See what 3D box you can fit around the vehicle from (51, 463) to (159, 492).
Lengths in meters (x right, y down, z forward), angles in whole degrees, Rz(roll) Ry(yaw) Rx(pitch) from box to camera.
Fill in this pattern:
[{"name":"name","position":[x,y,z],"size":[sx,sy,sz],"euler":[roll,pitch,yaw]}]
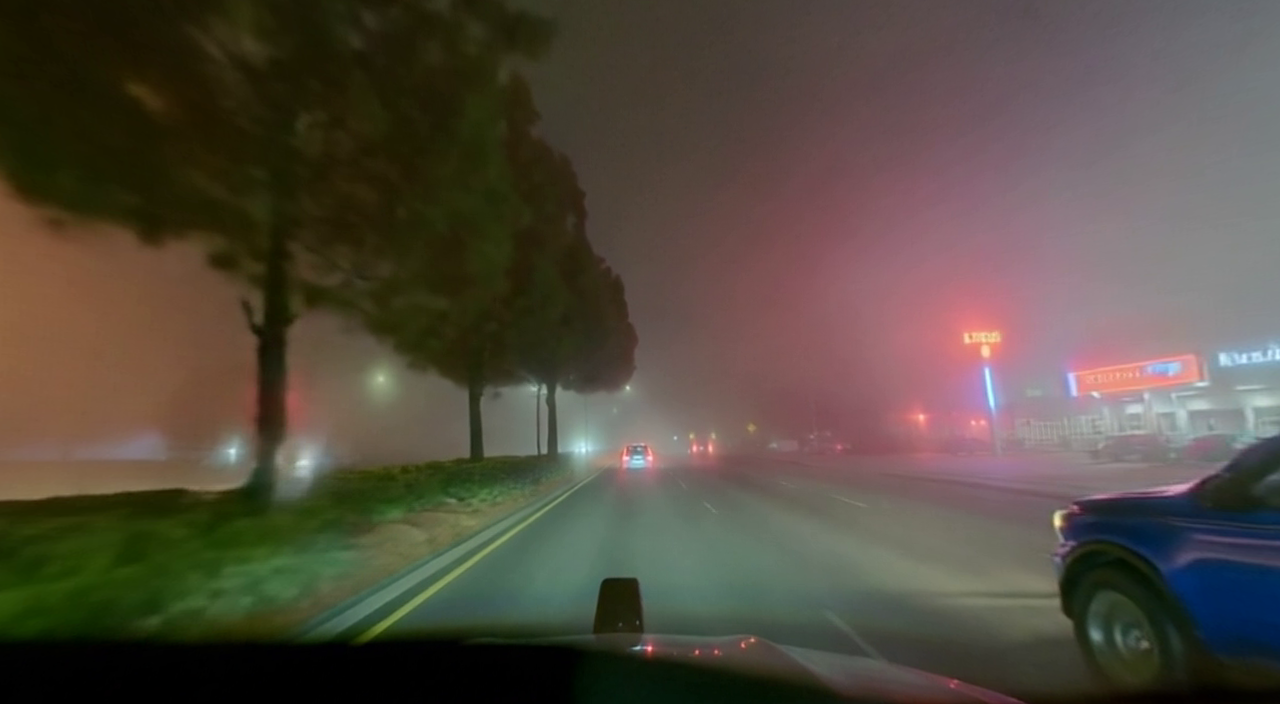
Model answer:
[{"name":"vehicle","position":[-30.136,7.049,35.655],"size":[4.309,1.468,2.014],"euler":[-1,-9,2]}]

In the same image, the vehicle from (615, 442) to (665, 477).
[{"name":"vehicle","position":[-0.013,4.864,28.871],"size":[2.126,1.475,3.967],"euler":[0,-9,-1]}]

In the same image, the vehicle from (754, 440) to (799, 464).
[{"name":"vehicle","position":[10.142,7.456,47.262],"size":[2.079,1.716,4.771],"euler":[0,-9,-2]}]

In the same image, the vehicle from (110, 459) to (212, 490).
[{"name":"vehicle","position":[-29.064,7.418,38.418],"size":[4.420,1.628,2.137],"euler":[-1,-9,-1]}]

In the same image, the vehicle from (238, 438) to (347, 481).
[{"name":"vehicle","position":[-16.994,5.268,31.330],"size":[2.195,1.911,5.549],"euler":[0,-9,0]}]

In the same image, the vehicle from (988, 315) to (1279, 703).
[{"name":"vehicle","position":[3.200,0.653,1.587],"size":[2.110,1.698,4.397],"euler":[0,-9,0]}]
